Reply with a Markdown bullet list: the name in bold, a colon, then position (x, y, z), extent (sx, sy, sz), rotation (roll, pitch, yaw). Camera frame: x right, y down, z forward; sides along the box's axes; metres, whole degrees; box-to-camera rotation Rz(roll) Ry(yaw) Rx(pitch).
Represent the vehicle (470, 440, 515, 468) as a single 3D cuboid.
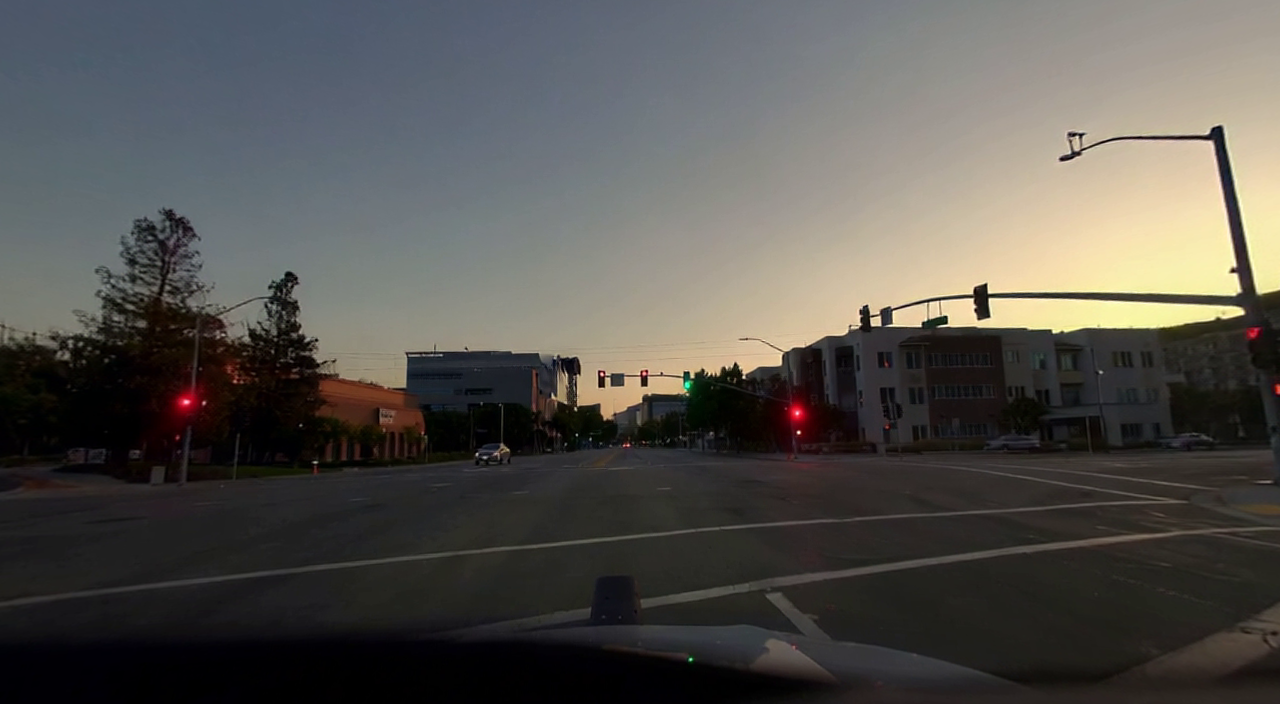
- **vehicle**: position (-9.729, 6.750, 41.992), extent (1.988, 1.692, 4.412), rotation (0, -8, 0)
